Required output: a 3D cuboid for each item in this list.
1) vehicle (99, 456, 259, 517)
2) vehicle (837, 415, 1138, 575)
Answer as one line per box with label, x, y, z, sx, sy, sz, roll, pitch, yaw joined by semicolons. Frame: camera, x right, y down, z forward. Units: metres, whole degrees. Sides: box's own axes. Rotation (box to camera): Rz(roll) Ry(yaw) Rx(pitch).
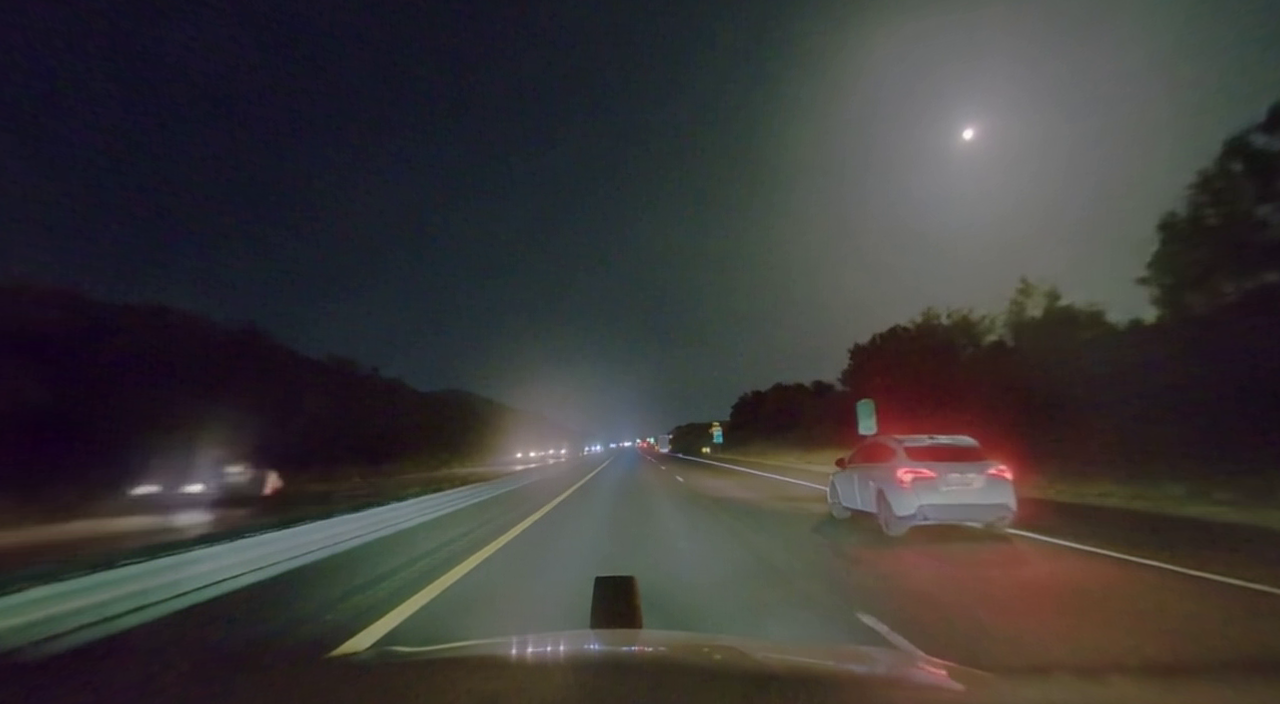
vehicle;-13.810;4.004;19.148;1.899;1.556;3.999;0;-9;-2
vehicle;4.086;1.725;8.330;2.001;1.555;4.098;-2;-9;7
